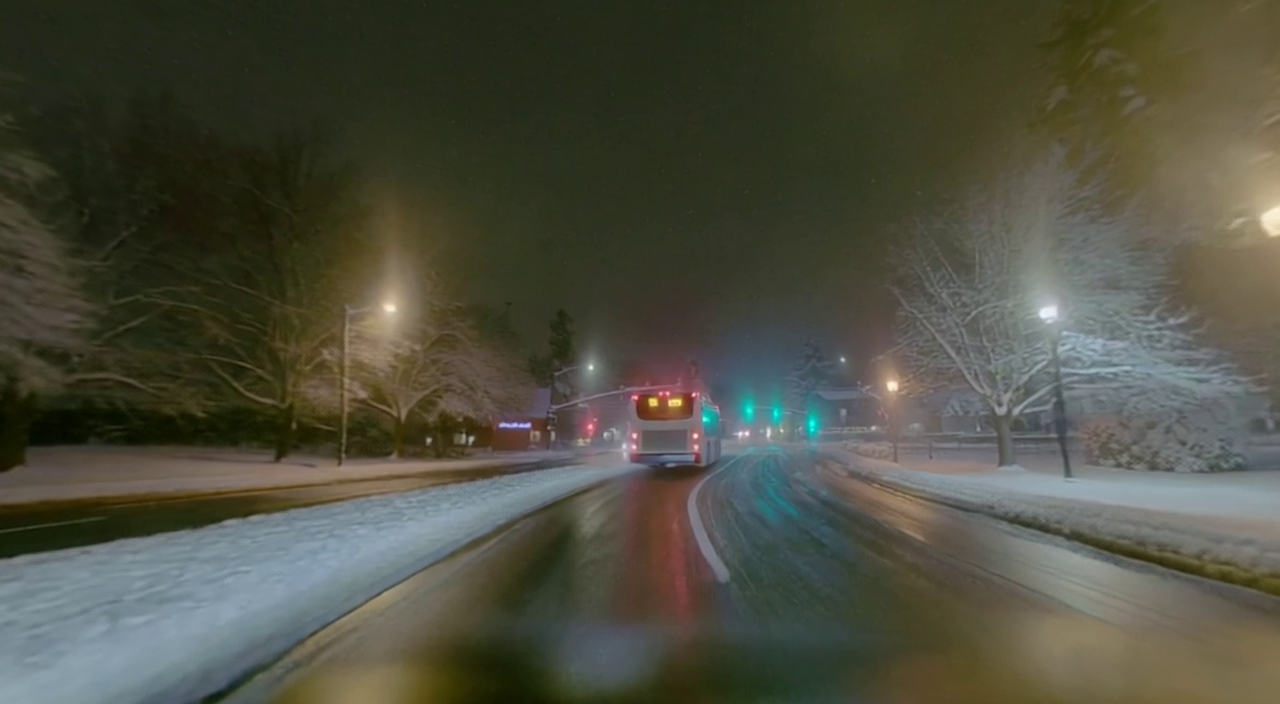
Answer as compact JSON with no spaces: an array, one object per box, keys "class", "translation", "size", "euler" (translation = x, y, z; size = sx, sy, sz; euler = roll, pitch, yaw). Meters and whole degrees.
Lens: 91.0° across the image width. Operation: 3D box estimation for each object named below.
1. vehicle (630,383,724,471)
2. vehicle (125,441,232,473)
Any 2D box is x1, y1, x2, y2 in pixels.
[{"class":"vehicle","translation":[2.119,3.731,30.078],"size":[3.031,3.429,11.005],"euler":[-2,-9,11]},{"class":"vehicle","translation":[-26.066,5.935,35.769],"size":[1.798,1.484,4.546],"euler":[-5,-7,24]}]
